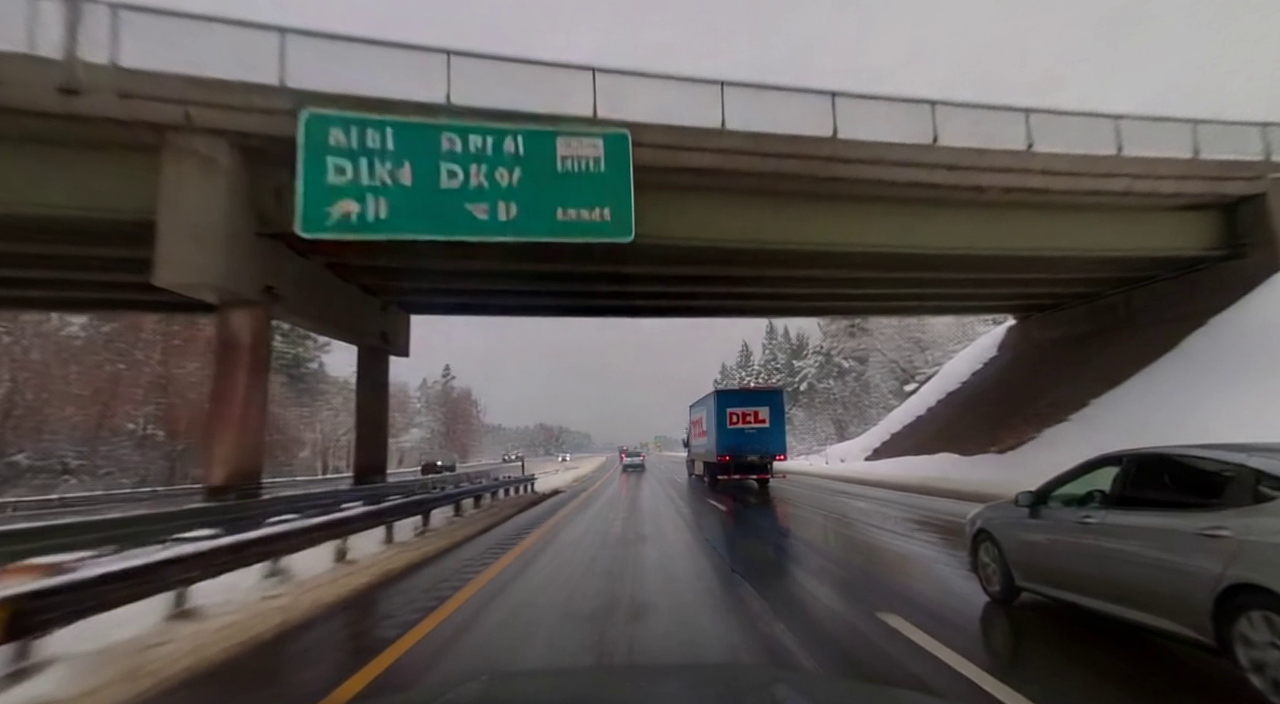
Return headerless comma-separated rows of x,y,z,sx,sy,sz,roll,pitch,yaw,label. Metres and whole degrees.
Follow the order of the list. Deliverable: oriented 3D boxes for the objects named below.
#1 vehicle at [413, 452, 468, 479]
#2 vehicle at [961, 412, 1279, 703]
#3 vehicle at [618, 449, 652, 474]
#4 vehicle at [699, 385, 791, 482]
-12.589,7.163,40.069,1.960,1.605,4.303,-1,-9,2,vehicle
3.774,1.087,3.376,1.894,1.452,4.164,0,-9,0,vehicle
-0.301,6.813,39.356,2.055,1.445,3.661,0,-9,0,vehicle
4.701,3.987,30.107,2.838,3.985,8.010,0,-9,-1,vehicle
